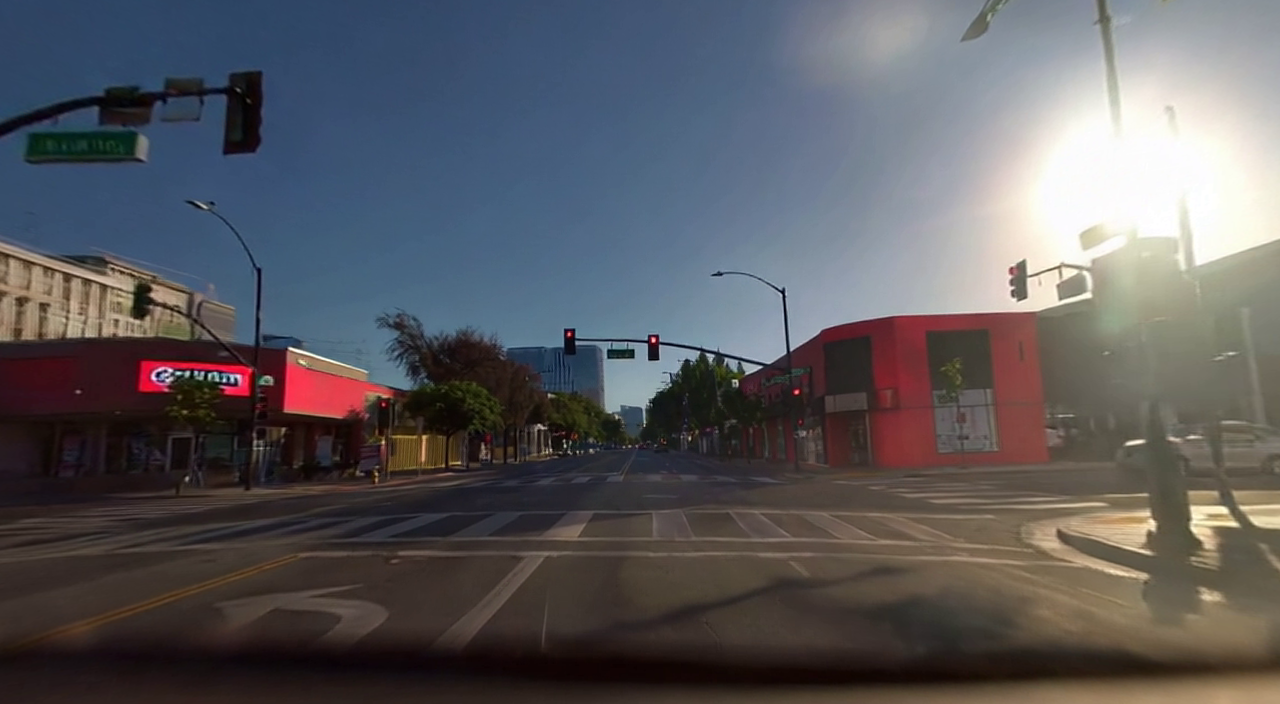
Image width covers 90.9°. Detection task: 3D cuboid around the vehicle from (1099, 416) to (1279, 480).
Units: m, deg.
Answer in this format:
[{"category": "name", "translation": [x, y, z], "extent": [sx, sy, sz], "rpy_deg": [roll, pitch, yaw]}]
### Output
[{"category": "vehicle", "translation": [17.026, 2.870, 18.957], "extent": [4.836, 1.795, 1.957], "rpy_deg": [0, -8, 0]}]
